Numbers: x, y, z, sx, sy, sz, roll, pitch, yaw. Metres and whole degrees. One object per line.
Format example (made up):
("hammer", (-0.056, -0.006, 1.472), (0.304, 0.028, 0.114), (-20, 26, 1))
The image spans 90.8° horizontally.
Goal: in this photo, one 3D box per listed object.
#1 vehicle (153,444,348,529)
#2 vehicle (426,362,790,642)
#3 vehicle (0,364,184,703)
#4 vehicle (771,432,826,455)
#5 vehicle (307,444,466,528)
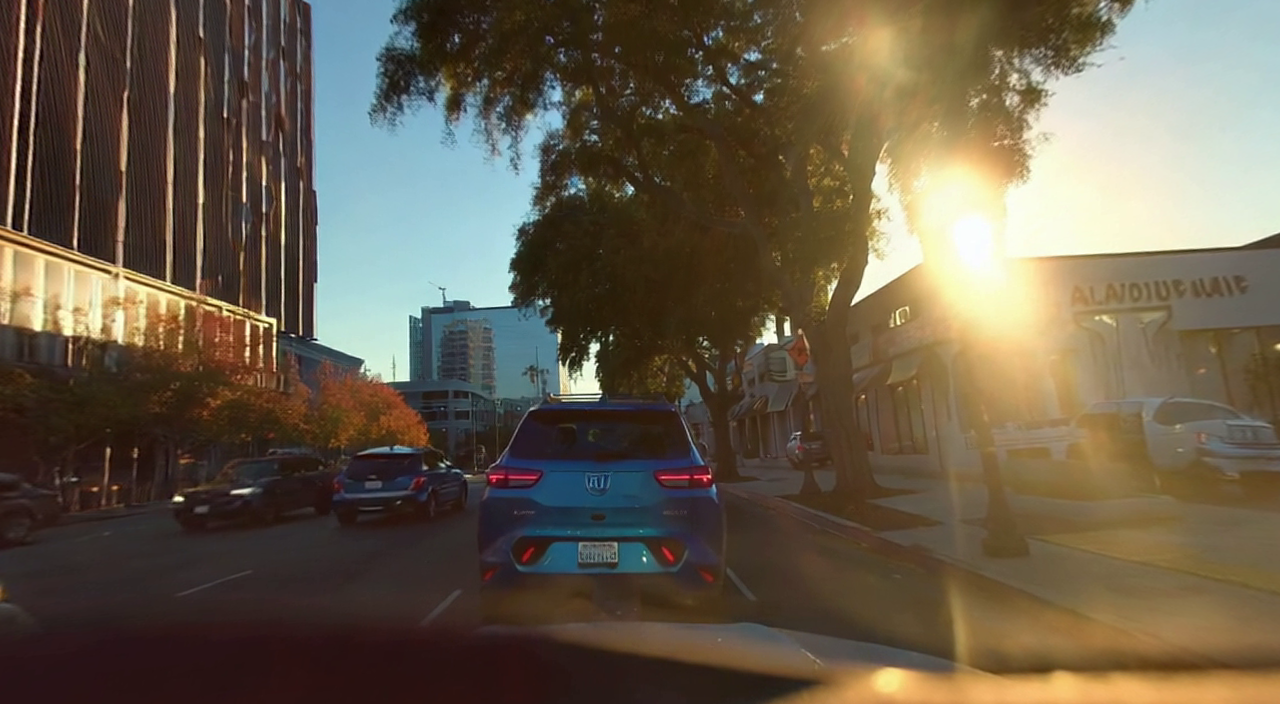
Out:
("vehicle", (-8.949, 3.060, 15.072), (1.937, 1.681, 4.297), (0, -8, -1))
("vehicle", (-0.334, 1.353, 6.701), (2.531, 1.930, 4.382), (0, -8, -3))
("vehicle", (-3.224, 0.684, 0.892), (1.971, 1.658, 4.428), (0, -8, -3))
("vehicle", (10.338, 5.970, 41.010), (1.877, 1.416, 3.965), (-8, -12, 39))
("vehicle", (-5.102, 2.702, 13.460), (1.876, 1.448, 4.464), (0, -8, -5))
